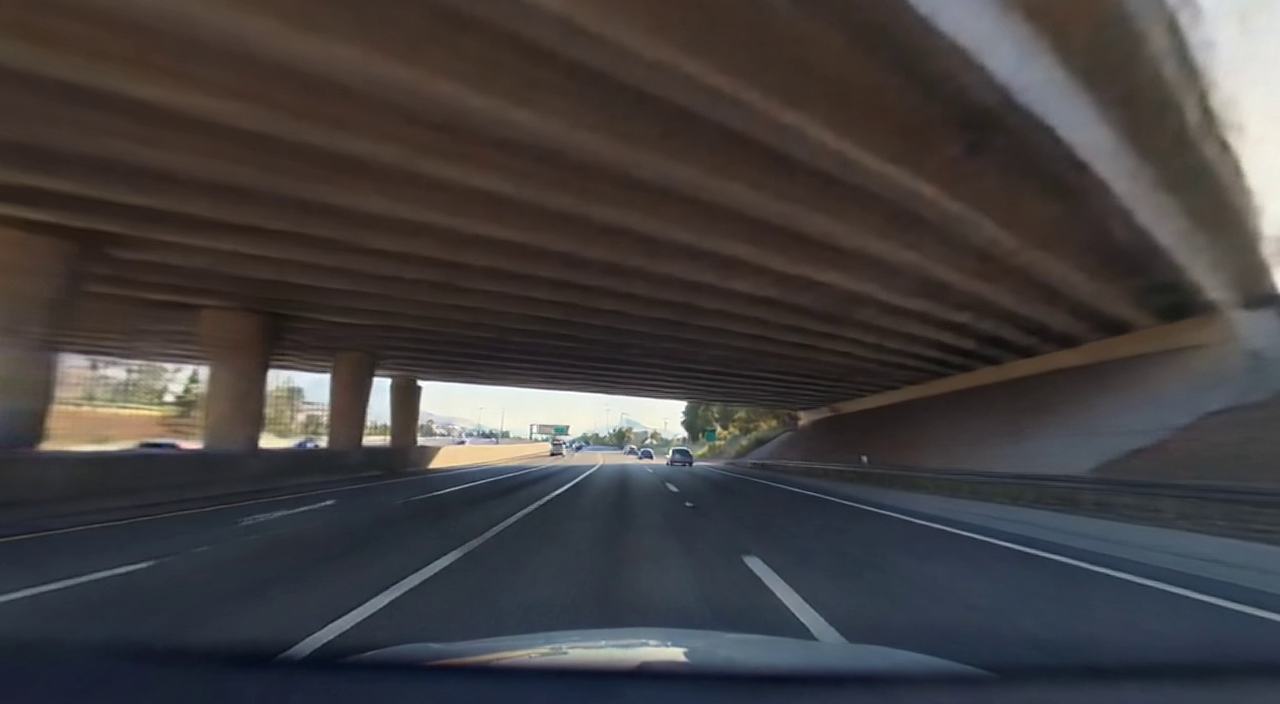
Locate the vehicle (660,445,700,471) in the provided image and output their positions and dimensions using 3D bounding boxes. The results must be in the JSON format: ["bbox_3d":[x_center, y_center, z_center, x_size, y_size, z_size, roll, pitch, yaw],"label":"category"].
[{"bbox_3d":[2.426,6.597,39.615,2.059,1.509,4.670,0,-8,-2],"label":"vehicle"}]
